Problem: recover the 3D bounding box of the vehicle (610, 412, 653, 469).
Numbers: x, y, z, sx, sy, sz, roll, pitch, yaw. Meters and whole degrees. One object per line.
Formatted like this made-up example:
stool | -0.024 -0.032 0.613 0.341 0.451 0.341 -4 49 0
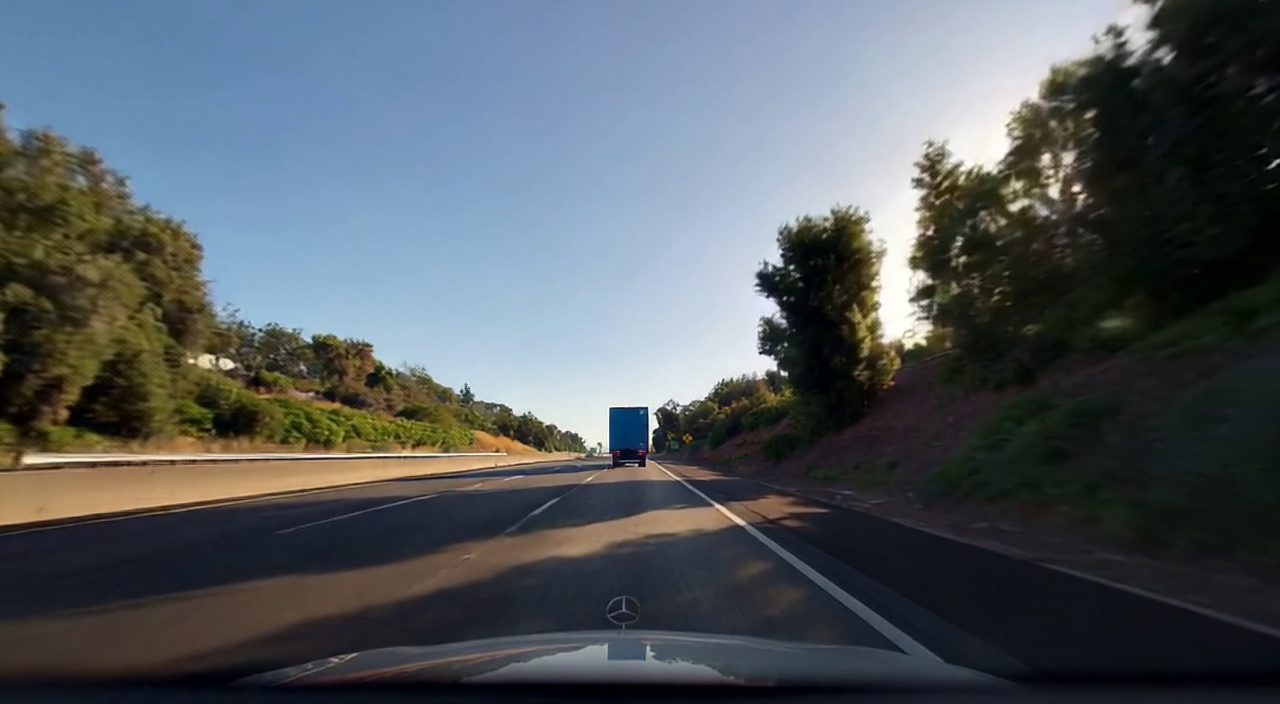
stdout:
vehicle | -0.642 6.962 49.122 2.982 3.947 11.075 0 -9 -1
